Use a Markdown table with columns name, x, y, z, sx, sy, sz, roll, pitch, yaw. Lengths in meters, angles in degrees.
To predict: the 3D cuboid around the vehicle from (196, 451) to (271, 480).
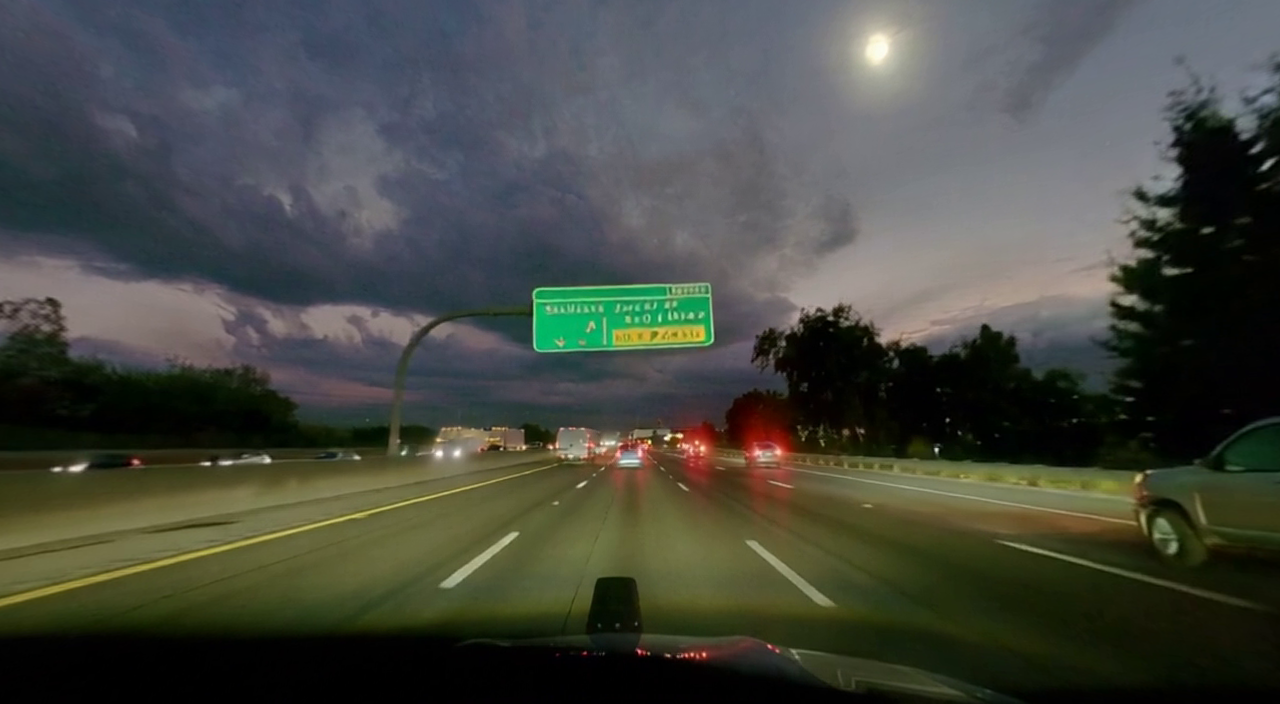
| name | x | y | z | sx | sy | sz | roll | pitch | yaw |
| --- | --- | --- | --- | --- | --- | --- | --- | --- | --- |
| vehicle | -21.281 | 5.923 | 33.188 | 1.691 | 1.389 | 3.359 | 0 | -9 | 0 |

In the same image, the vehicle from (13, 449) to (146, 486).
| name | x | y | z | sx | sy | sz | roll | pitch | yaw |
| --- | --- | --- | --- | --- | --- | --- | --- | --- | --- |
| vehicle | -25.357 | 5.201 | 28.845 | 1.915 | 1.502 | 4.535 | 0 | -9 | -1 |

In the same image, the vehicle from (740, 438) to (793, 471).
| name | x | y | z | sx | sy | sz | roll | pitch | yaw |
| --- | --- | --- | --- | --- | --- | --- | --- | --- | --- |
| vehicle | 6.903 | 5.651 | 35.039 | 1.944 | 1.666 | 4.184 | 0 | -9 | -2 |

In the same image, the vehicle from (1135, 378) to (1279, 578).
| name | x | y | z | sx | sy | sz | roll | pitch | yaw |
| --- | --- | --- | --- | --- | --- | --- | --- | --- | --- |
| vehicle | 7.368 | 1.136 | 5.515 | 2.077 | 1.955 | 4.817 | 0 | -9 | -1 |

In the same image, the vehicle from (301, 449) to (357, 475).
| name | x | y | z | sx | sy | sz | roll | pitch | yaw |
| --- | --- | --- | --- | --- | --- | --- | --- | --- | --- |
| vehicle | -17.667 | 6.232 | 36.015 | 1.469 | 1.355 | 3.317 | 0 | -9 | -1 |

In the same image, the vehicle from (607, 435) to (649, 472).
| name | x | y | z | sx | sy | sz | roll | pitch | yaw |
| --- | --- | --- | --- | --- | --- | --- | --- | --- | --- |
| vehicle | -0.581 | 5.189 | 32.479 | 2.002 | 1.759 | 4.658 | 0 | -9 | 0 |

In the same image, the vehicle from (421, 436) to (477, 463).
| name | x | y | z | sx | sy | sz | roll | pitch | yaw |
| --- | --- | --- | --- | --- | --- | --- | --- | --- | --- |
| vehicle | -14.111 | 7.251 | 47.020 | 2.361 | 1.835 | 5.770 | 0 | -9 | 0 |

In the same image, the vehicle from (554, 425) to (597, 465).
| name | x | y | z | sx | sy | sz | roll | pitch | yaw |
| --- | --- | --- | --- | --- | --- | --- | --- | --- | --- |
| vehicle | -4.448 | 6.543 | 44.547 | 2.398 | 2.593 | 5.808 | 0 | -9 | 0 |
